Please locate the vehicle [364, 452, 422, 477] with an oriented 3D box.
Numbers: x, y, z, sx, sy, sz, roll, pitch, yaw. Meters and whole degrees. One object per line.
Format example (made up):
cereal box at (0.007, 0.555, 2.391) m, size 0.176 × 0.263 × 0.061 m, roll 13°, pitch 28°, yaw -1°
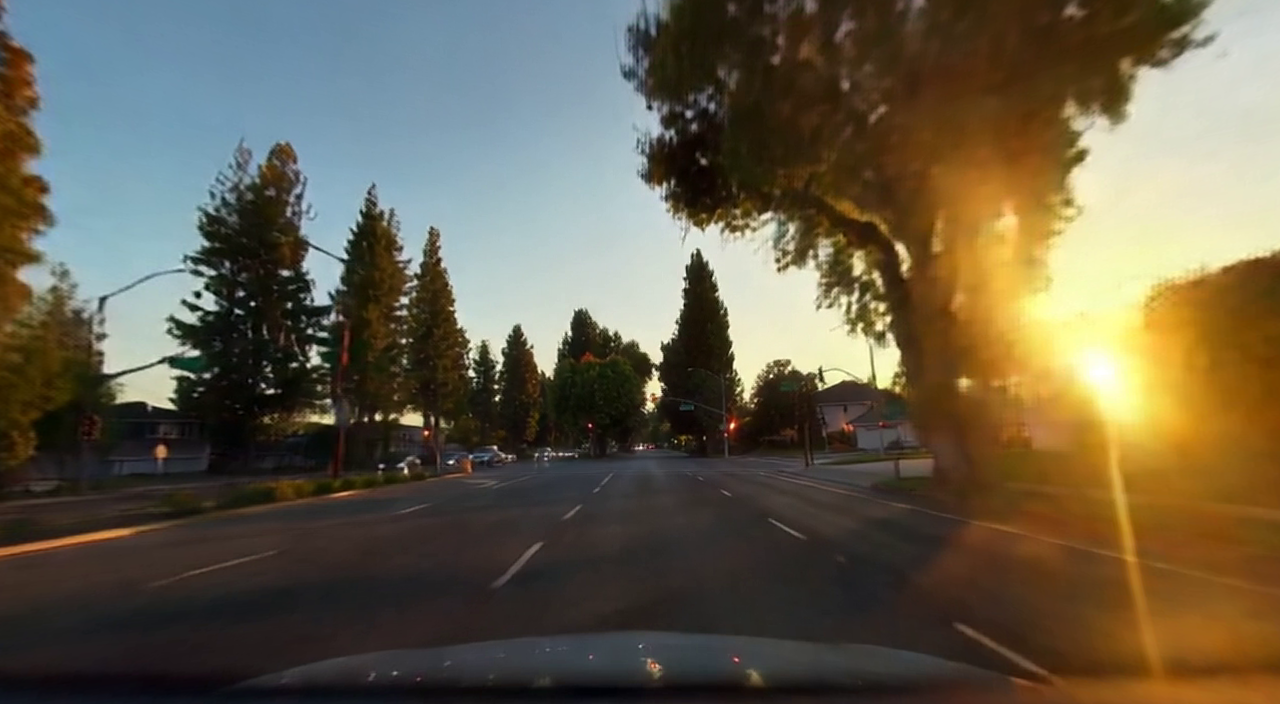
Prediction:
vehicle at (-16.504, 7.540, 42.394) m, size 1.946 × 1.502 × 4.557 m, roll 0°, pitch -9°, yaw 1°
